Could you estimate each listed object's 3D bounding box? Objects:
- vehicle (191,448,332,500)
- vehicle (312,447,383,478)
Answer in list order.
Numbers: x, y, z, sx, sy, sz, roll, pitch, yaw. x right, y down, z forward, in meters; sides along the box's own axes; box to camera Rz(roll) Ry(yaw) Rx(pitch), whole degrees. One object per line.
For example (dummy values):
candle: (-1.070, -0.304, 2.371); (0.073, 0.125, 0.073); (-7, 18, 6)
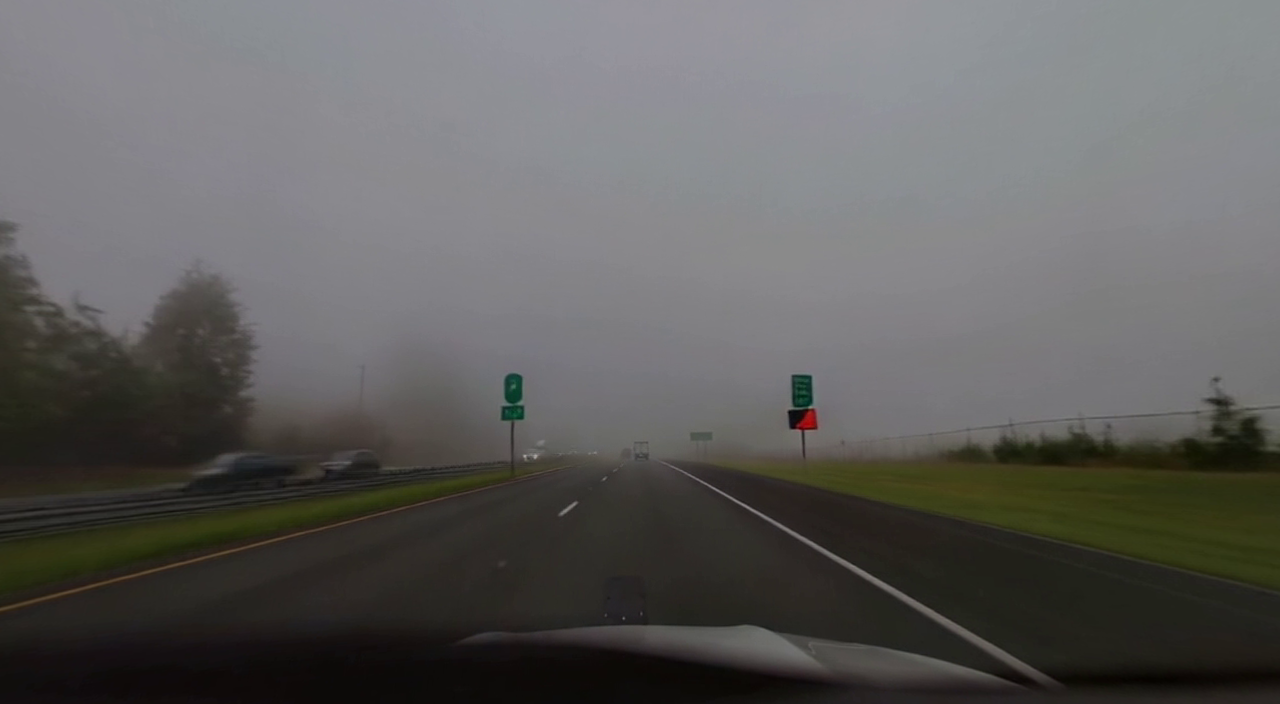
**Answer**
vehicle: (-12.085, 3.889, 20.524); (1.879, 1.478, 4.279); (0, -9, 1)
vehicle: (-16.859, 6.376, 36.550); (1.999, 1.675, 4.393); (0, -9, 0)
